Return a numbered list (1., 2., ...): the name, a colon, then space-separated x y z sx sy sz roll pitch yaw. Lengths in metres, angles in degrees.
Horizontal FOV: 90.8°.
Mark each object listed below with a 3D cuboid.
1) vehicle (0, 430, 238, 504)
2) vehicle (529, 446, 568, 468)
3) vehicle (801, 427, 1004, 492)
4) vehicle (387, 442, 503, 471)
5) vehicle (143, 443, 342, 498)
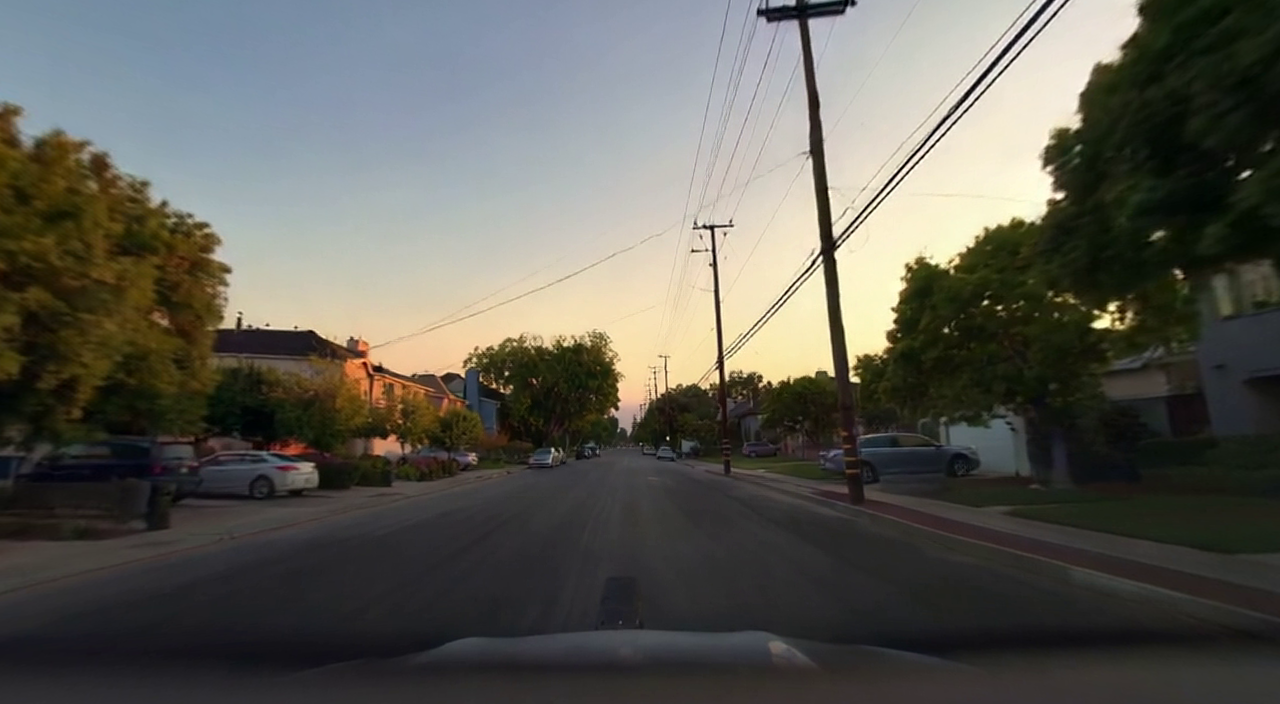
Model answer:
1. vehicle: -13.185 2.863 15.904 4.529 1.704 2.296 0 -9 -1
2. vehicle: -6.699 7.715 46.753 2.208 1.491 5.089 0 -8 -1
3. vehicle: 8.936 3.669 21.968 5.890 1.896 2.459 -2 -7 -1
4. vehicle: -12.375 6.658 40.558 6.619 1.759 2.632 0 -8 -2
5. vehicle: -11.313 3.383 18.262 4.371 1.482 1.954 0 -9 -2
